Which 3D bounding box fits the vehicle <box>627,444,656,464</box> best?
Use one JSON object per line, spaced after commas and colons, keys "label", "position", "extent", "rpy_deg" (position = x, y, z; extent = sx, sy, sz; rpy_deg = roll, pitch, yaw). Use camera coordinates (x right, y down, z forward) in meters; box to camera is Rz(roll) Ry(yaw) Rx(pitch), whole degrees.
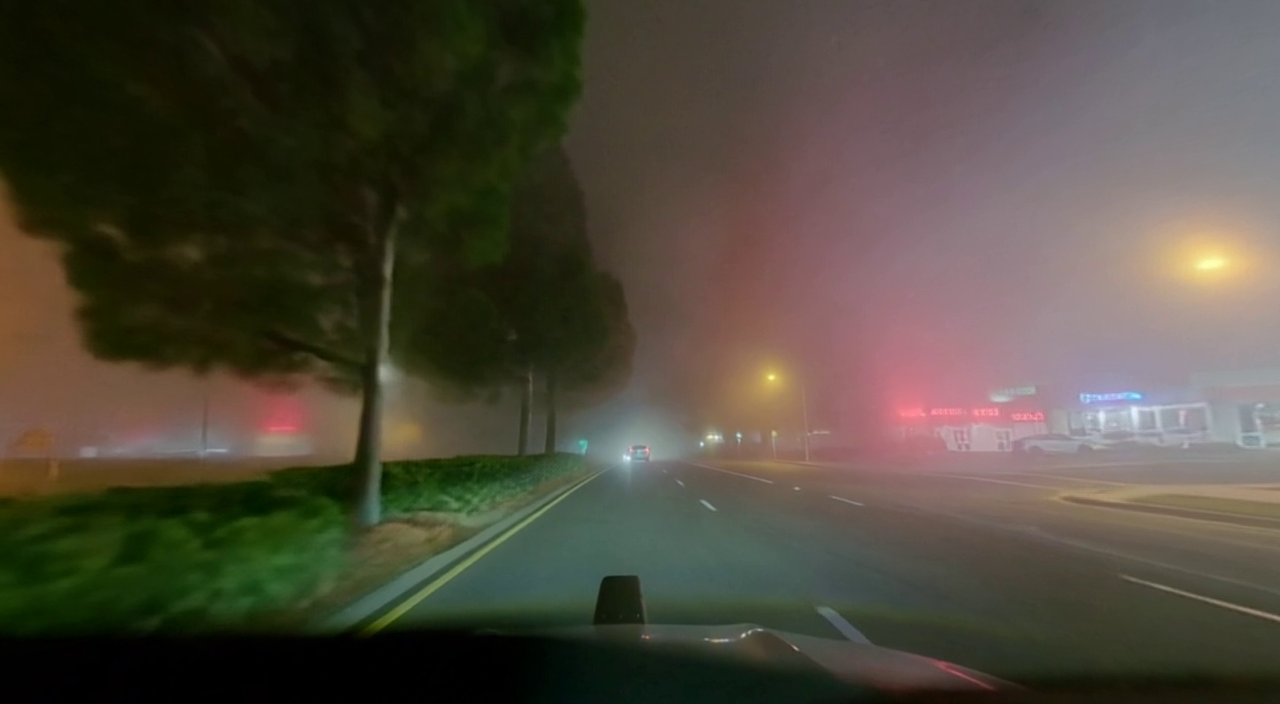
{"label": "vehicle", "position": [0.109, 7.974, 49.699], "extent": [2.159, 1.461, 4.142], "rpy_deg": [0, -8, -1]}
